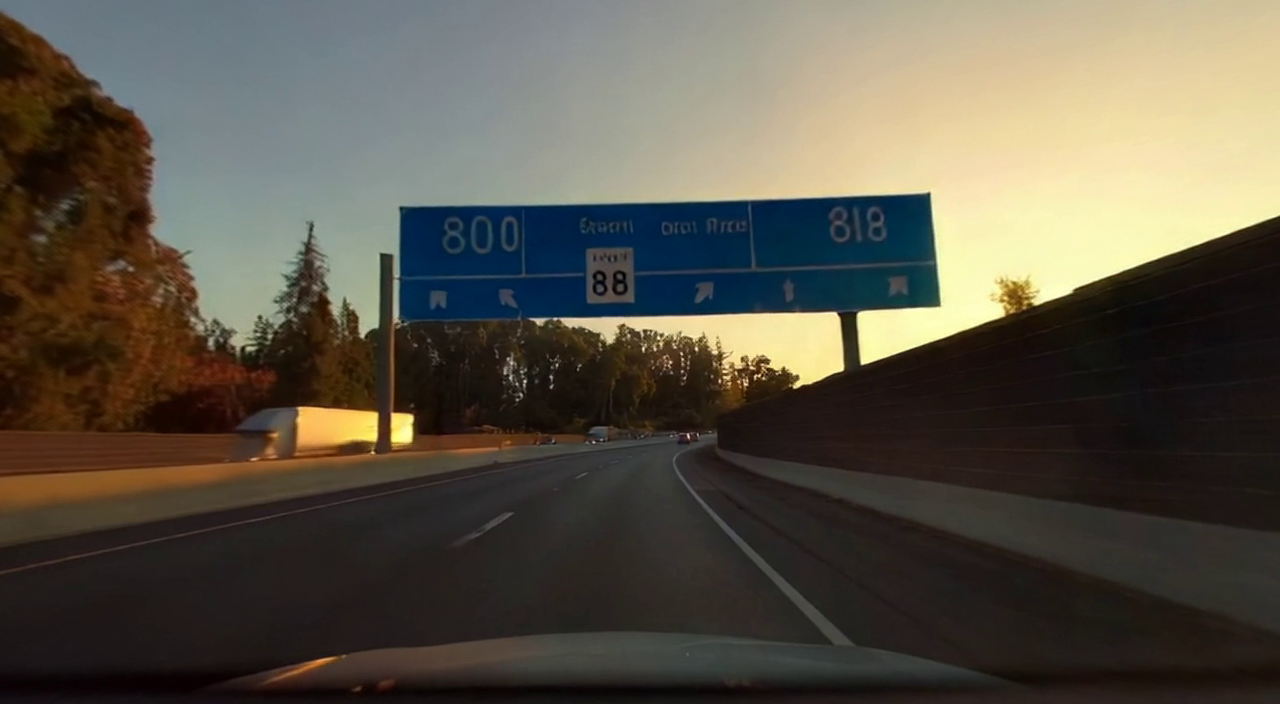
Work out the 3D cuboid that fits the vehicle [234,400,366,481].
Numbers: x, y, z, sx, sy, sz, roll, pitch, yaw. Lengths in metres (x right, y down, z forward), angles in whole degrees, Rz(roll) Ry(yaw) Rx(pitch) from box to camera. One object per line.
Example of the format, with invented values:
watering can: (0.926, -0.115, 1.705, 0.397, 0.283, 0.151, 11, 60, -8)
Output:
vehicle: (-17.214, 4.569, 32.475, 3.120, 3.715, 6.168, -1, -8, 2)
